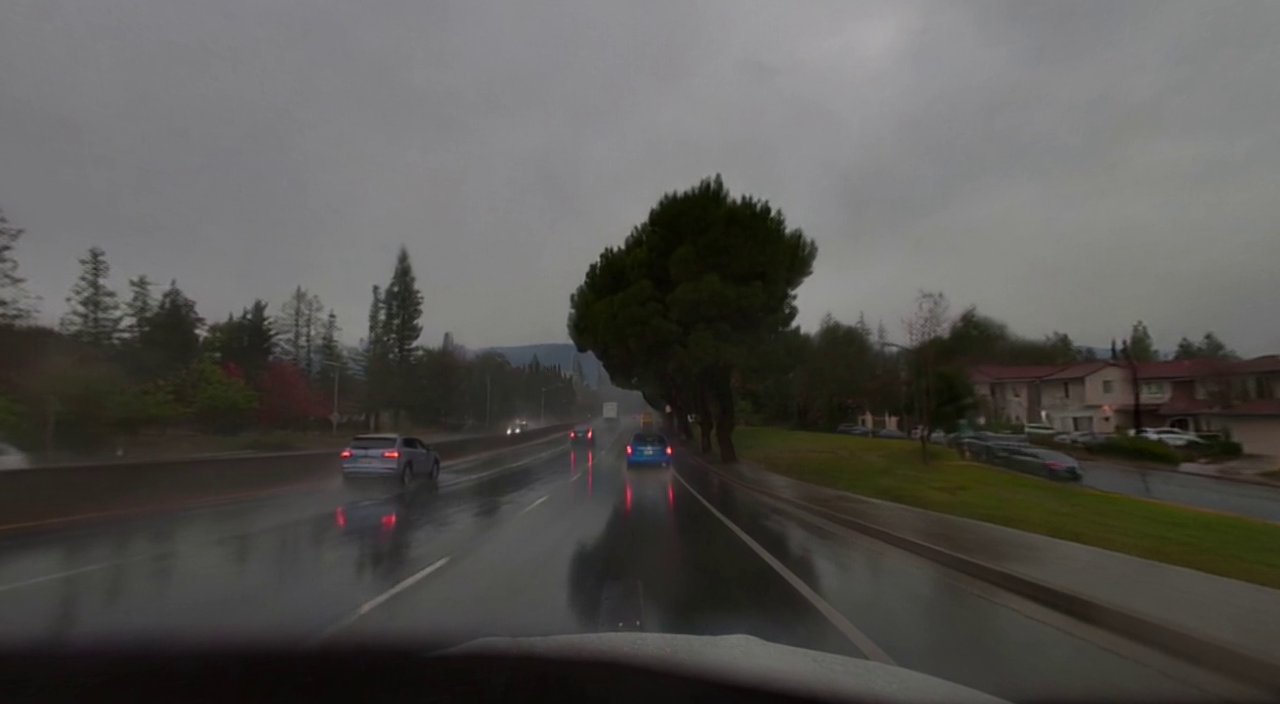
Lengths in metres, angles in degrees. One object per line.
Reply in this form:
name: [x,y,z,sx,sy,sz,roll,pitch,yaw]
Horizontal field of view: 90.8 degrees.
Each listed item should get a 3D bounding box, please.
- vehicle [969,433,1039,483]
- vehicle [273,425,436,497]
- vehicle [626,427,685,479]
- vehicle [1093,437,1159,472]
vehicle: [18.231,5.258,31.833,1.849,1.958,4.453,-1,-3,14]
vehicle: [-7.463,2.905,17.265,1.997,1.650,5.090,0,-8,1]
vehicle: [0.561,3.987,25.093,2.125,1.830,4.370,0,-9,0]
vehicle: [29.393,6.199,38.352,2.059,1.942,4.496,-6,-9,25]
